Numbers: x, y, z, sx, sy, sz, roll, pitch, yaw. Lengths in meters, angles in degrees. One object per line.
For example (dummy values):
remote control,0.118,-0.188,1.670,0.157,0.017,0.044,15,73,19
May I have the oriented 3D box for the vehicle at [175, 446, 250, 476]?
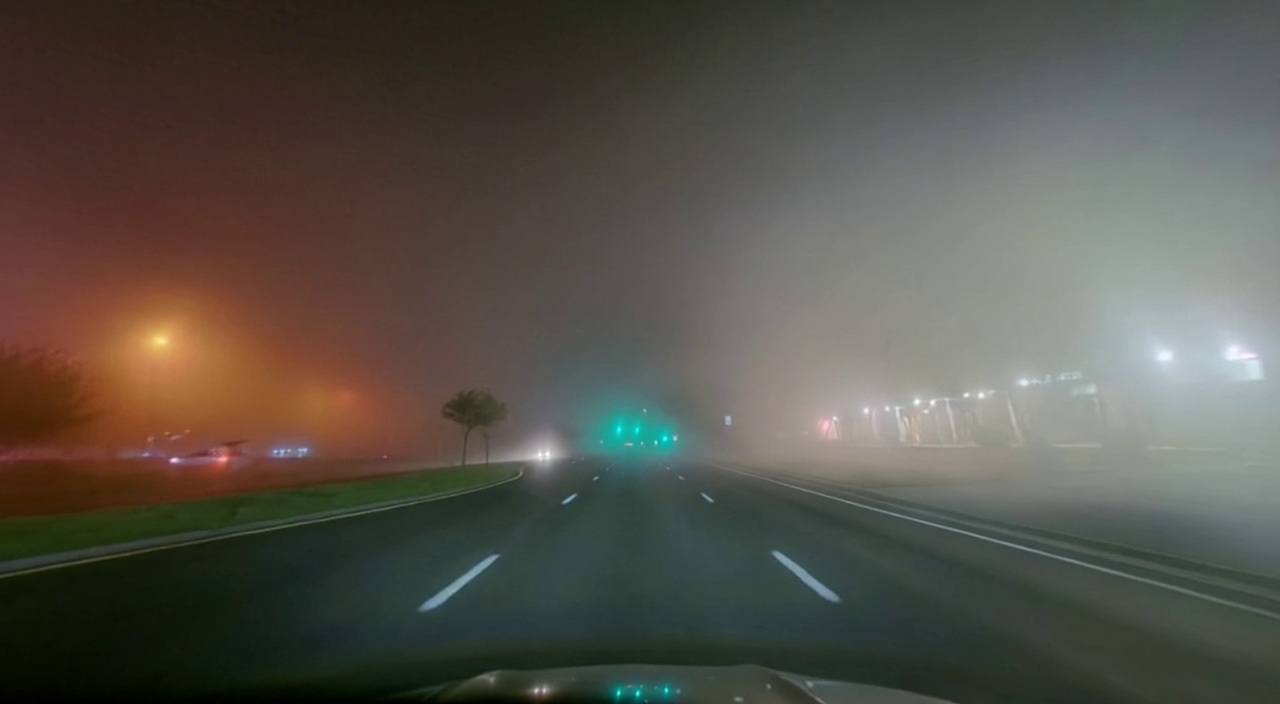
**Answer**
vehicle,-28.342,7.205,42.049,1.987,1.872,4.150,0,-8,0
